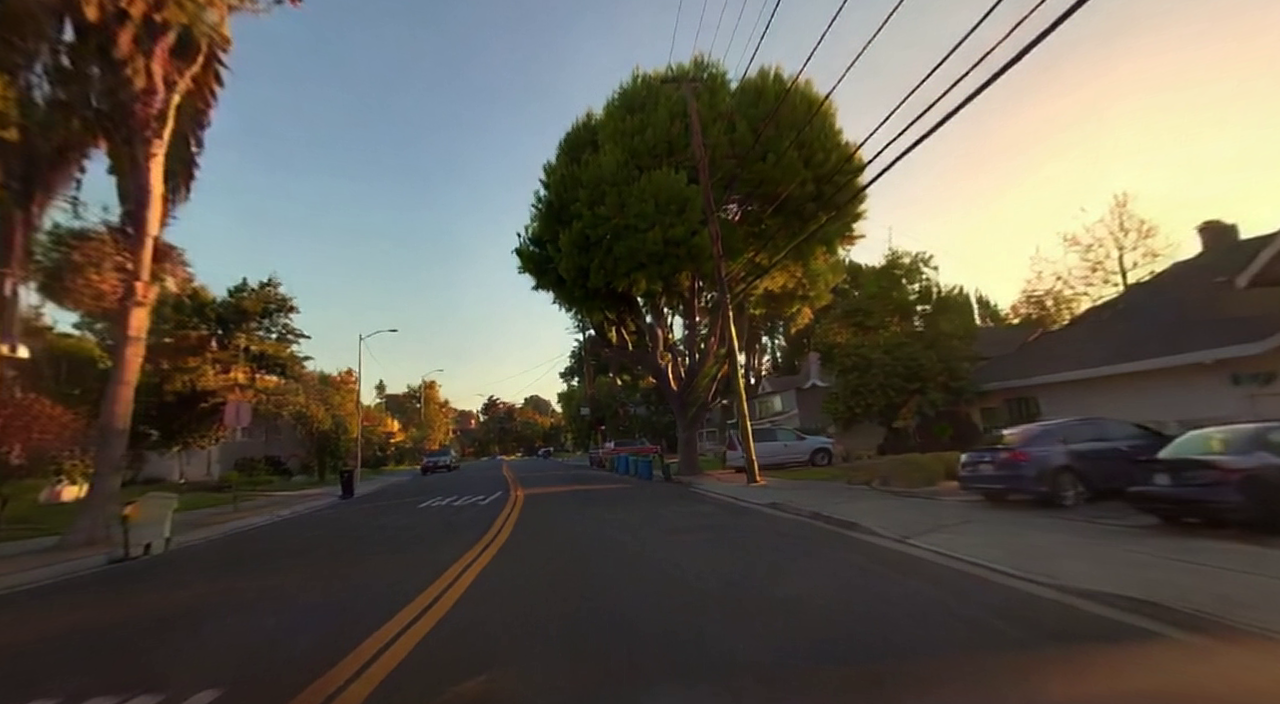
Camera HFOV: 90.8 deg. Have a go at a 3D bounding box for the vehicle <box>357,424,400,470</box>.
[{"bbox_3d":[-20.310,7.454,49.404,2.781,3.221,7.995,2,-9,-21],"label":"vehicle"}]

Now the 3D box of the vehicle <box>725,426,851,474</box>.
[{"bbox_3d":[5.767,3.840,24.919,4.337,1.768,1.962,1,-8,-10],"label":"vehicle"}]

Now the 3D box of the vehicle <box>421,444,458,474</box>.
[{"bbox_3d":[-14.059,7.578,44.516,2.046,1.777,4.473,-1,-11,-12],"label":"vehicle"}]

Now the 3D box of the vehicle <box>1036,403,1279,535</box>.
[{"bbox_3d":[8.178,1.528,8.531,4.382,1.531,1.925,0,-8,-3],"label":"vehicle"}]
